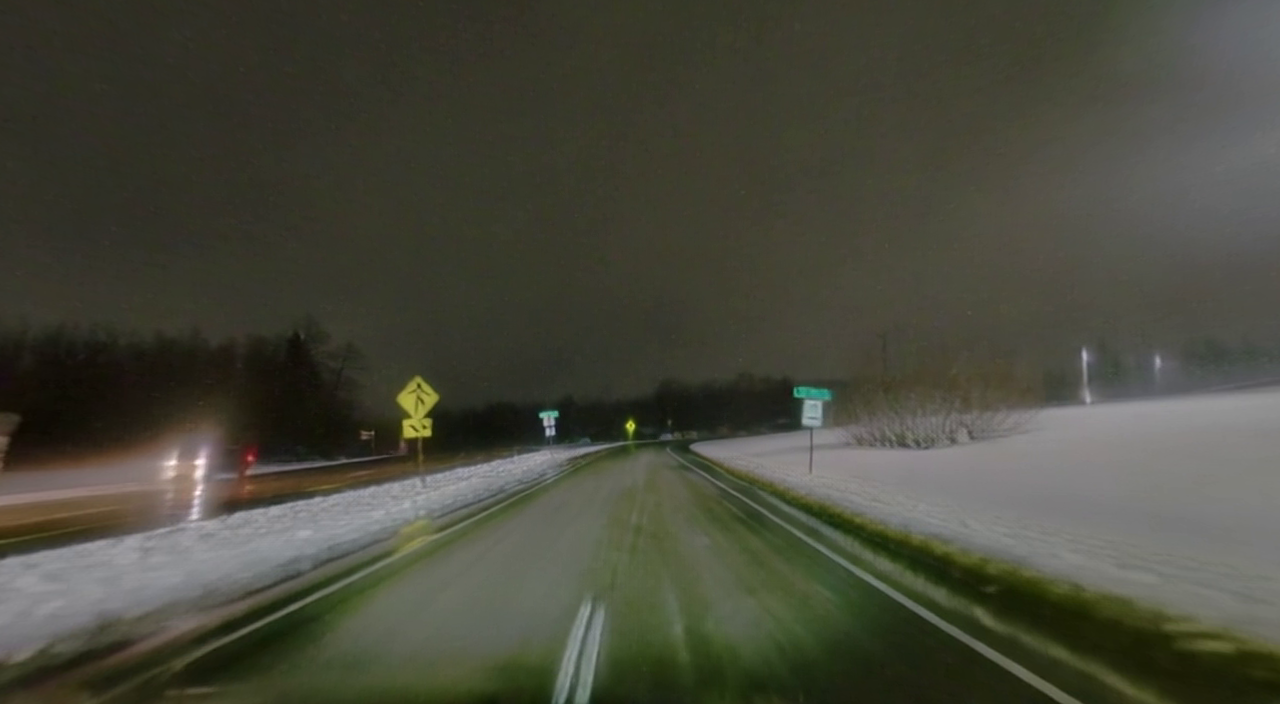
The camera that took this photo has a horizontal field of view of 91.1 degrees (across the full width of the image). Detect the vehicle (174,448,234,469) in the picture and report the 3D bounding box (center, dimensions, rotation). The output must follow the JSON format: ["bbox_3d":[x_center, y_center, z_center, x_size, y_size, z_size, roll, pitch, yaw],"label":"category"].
[{"bbox_3d":[-33.140,8.082,47.856,1.778,1.482,3.819,0,-8,1],"label":"vehicle"}]
